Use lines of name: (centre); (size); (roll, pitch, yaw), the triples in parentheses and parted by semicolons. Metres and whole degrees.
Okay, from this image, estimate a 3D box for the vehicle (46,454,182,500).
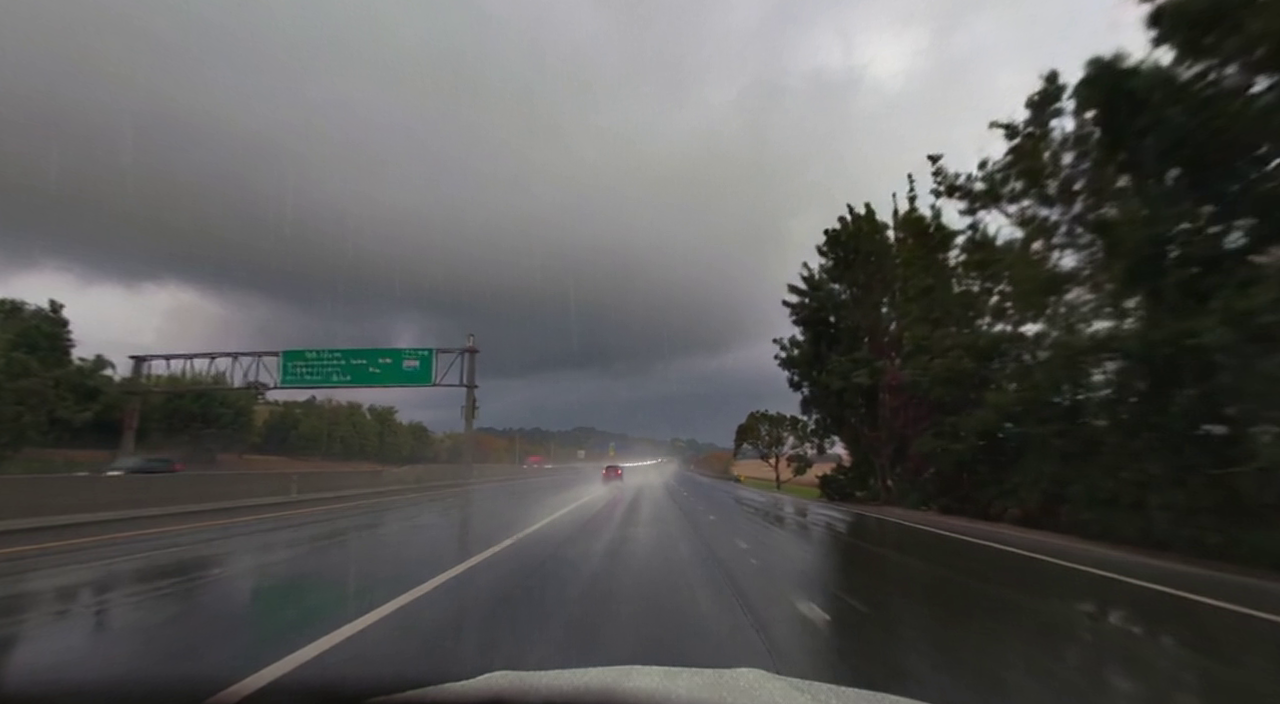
vehicle: (-22.467, 5.360, 27.200); (1.906, 1.774, 4.441); (1, -10, 1)
